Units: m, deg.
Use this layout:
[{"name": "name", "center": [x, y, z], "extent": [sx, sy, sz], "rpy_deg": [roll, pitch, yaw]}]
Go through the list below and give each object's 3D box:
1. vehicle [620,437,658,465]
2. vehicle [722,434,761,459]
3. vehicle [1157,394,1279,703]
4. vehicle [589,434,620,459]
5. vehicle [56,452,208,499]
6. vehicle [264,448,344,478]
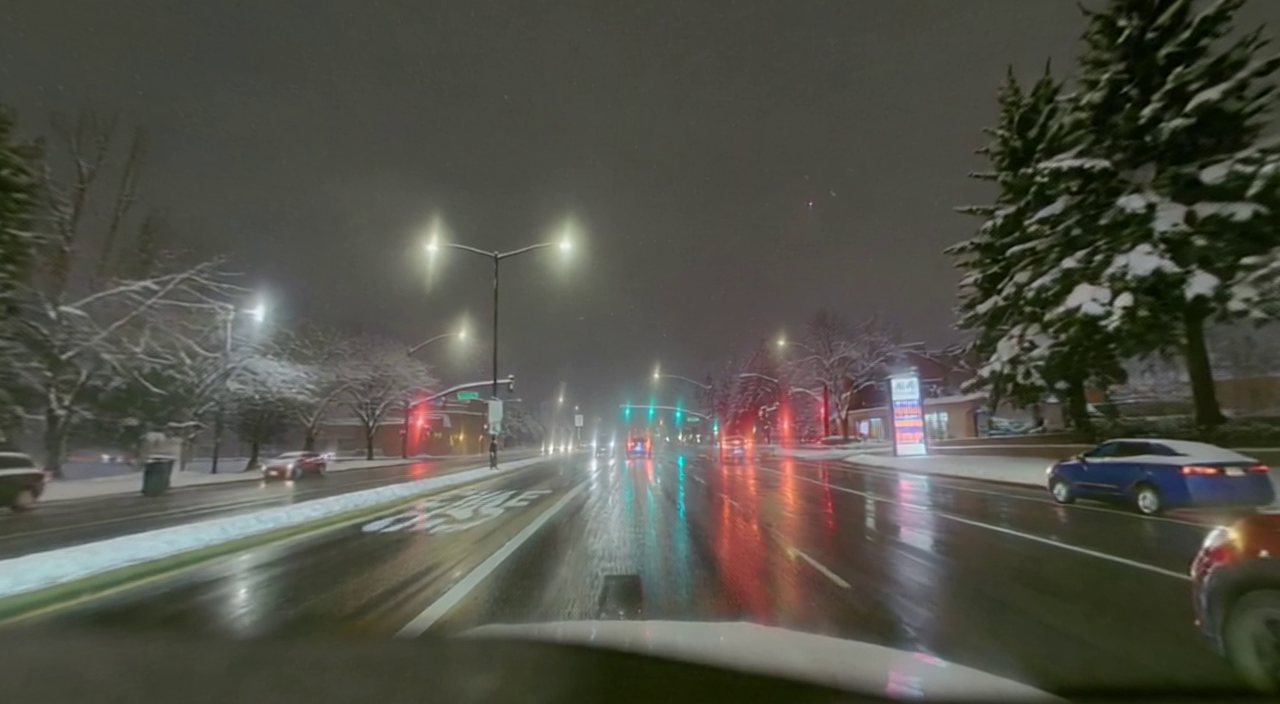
[{"name": "vehicle", "center": [-0.079, 5.763, 36.913], "extent": [2.097, 1.480, 4.006], "rpy_deg": [0, -8, 0]}, {"name": "vehicle", "center": [7.406, 6.980, 46.548], "extent": [2.068, 1.731, 4.752], "rpy_deg": [0, -8, -1]}, {"name": "vehicle", "center": [3.728, 0.684, 1.118], "extent": [1.861, 1.473, 4.393], "rpy_deg": [0, -8, 0]}, {"name": "vehicle", "center": [-2.750, 7.438, 49.823], "extent": [2.064, 1.825, 4.760], "rpy_deg": [0, -8, 1]}, {"name": "vehicle", "center": [-17.966, 4.351, 22.672], "extent": [1.824, 1.453, 4.433], "rpy_deg": [0, -8, -1]}, {"name": "vehicle", "center": [-18.078, 5.977, 34.242], "extent": [1.865, 1.460, 4.693], "rpy_deg": [0, -8, -2]}]
